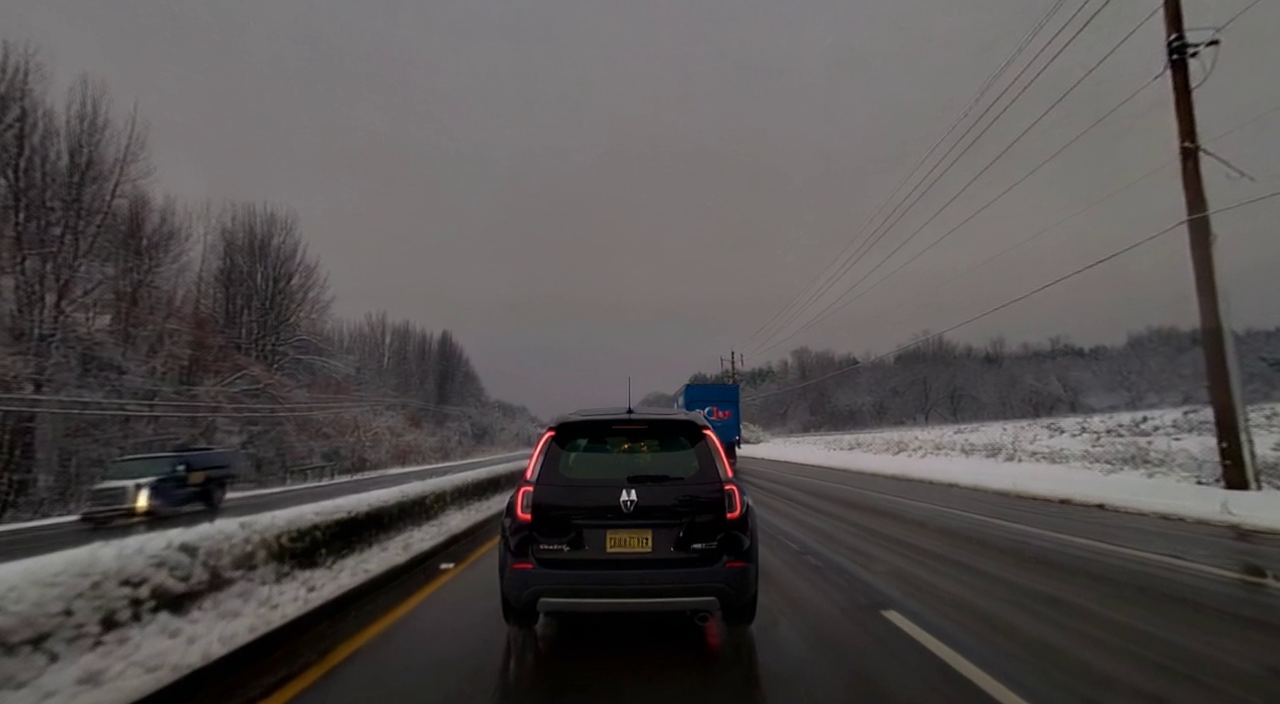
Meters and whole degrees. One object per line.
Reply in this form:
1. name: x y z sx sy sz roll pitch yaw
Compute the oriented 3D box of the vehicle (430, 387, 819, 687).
1. vehicle: -0.133 1.255 5.384 2.062 1.581 3.914 0 -8 -2
